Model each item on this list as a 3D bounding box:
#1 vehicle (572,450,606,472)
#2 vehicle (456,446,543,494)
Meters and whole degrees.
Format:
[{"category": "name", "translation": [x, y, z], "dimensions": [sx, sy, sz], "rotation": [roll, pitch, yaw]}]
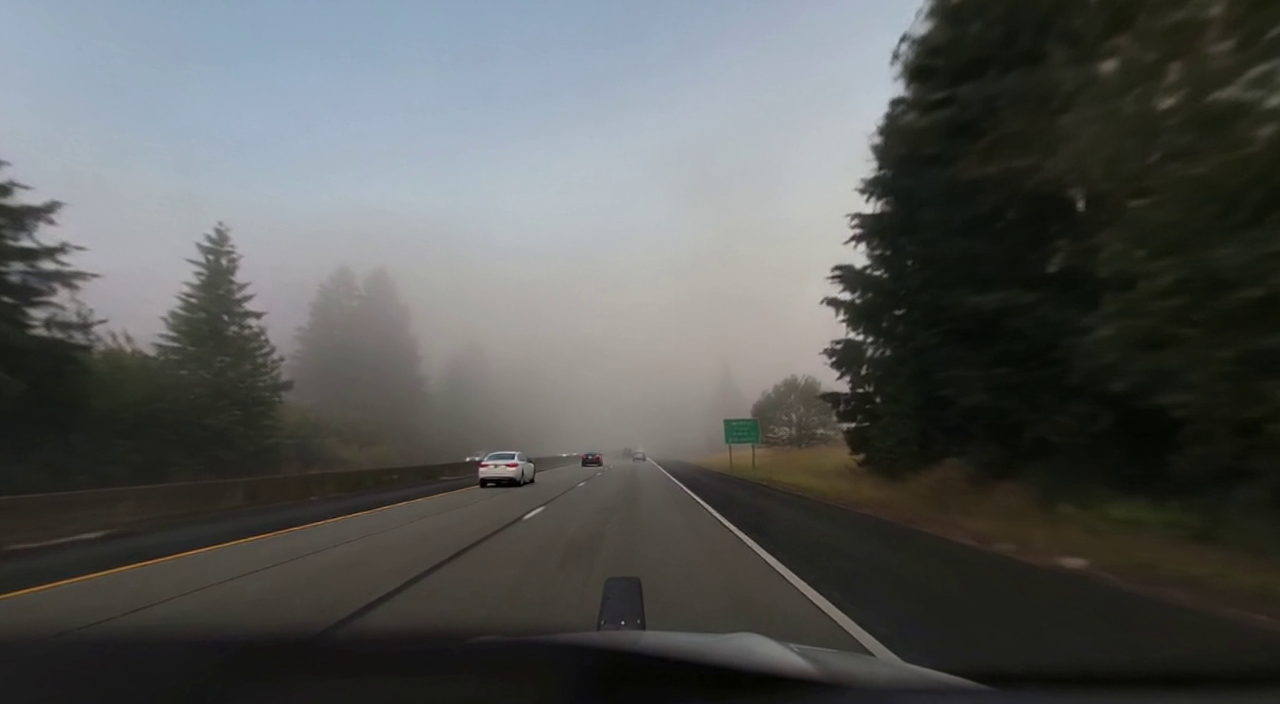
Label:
[{"category": "vehicle", "translation": [-3.487, 7.531, 43.669], "dimensions": [2.005, 1.474, 3.921], "rotation": [0, -9, 0]}, {"category": "vehicle", "translation": [-4.817, 4.119, 22.328], "dimensions": [1.975, 1.501, 4.603], "rotation": [0, -9, 0]}]
